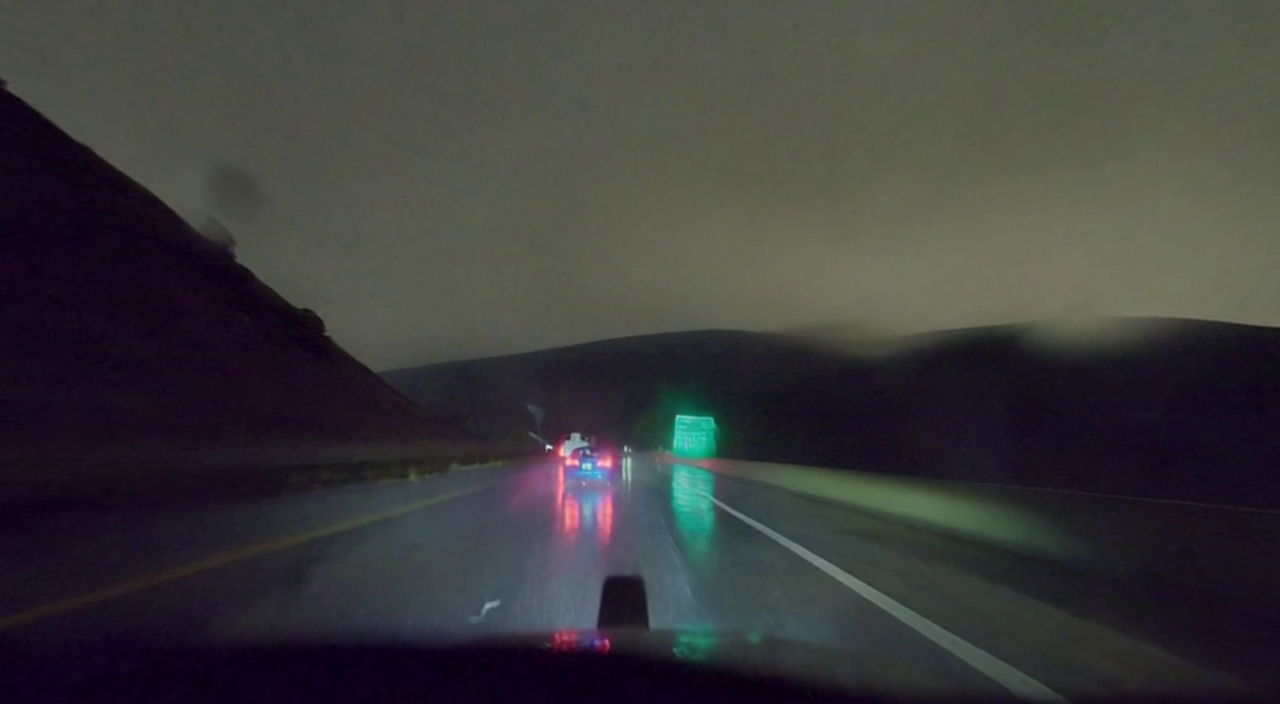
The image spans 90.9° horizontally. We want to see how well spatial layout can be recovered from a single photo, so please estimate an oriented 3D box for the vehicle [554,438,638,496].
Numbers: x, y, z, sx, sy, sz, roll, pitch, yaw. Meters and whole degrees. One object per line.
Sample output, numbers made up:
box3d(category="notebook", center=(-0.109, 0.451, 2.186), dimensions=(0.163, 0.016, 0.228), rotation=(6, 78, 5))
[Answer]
box3d(category="vehicle", center=(-1.203, 3.456, 19.264), dimensions=(2.097, 1.511, 4.585), rotation=(-1, -9, 2))
